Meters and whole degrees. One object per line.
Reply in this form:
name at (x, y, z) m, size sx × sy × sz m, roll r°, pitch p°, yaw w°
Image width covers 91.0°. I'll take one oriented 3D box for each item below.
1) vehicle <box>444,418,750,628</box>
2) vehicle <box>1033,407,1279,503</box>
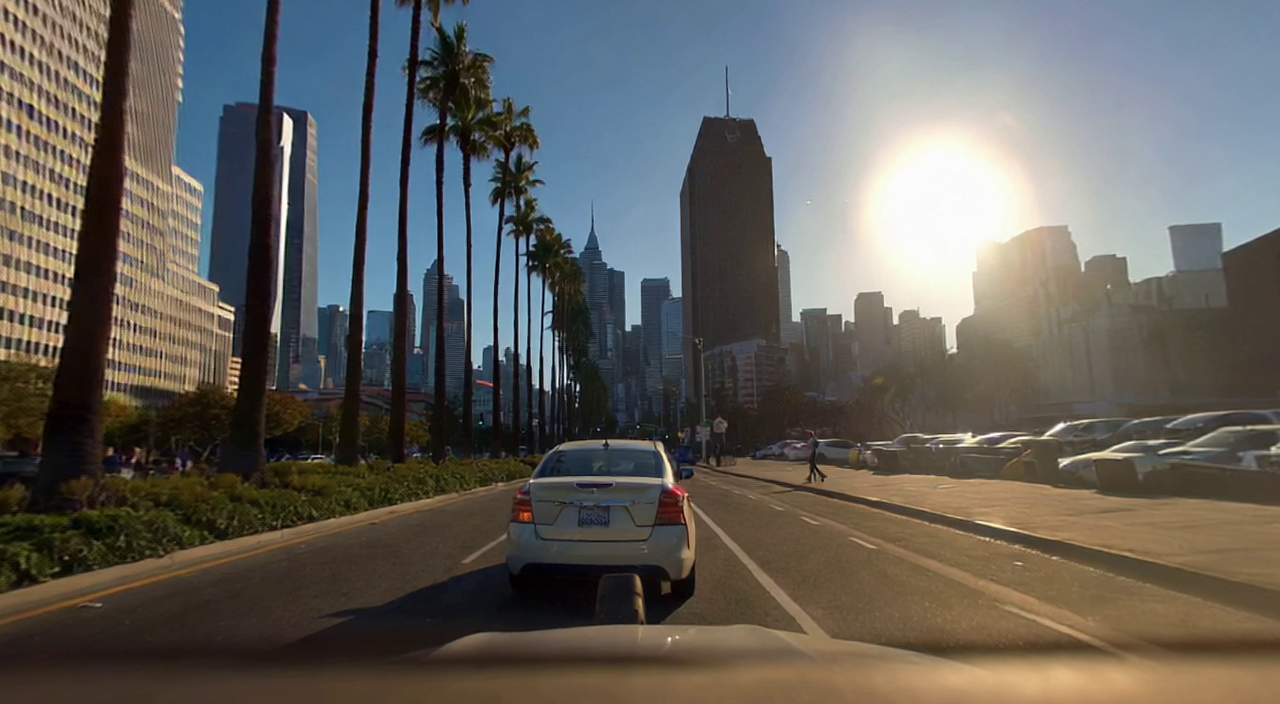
vehicle at (-0.300, 1.546, 6.632) m, size 2.235 × 1.528 × 3.876 m, roll 0°, pitch -8°, yaw 1°
vehicle at (12.907, 2.405, 14.986) m, size 5.301 × 1.962 × 2.431 m, roll -3°, pitch -8°, yaw 4°
